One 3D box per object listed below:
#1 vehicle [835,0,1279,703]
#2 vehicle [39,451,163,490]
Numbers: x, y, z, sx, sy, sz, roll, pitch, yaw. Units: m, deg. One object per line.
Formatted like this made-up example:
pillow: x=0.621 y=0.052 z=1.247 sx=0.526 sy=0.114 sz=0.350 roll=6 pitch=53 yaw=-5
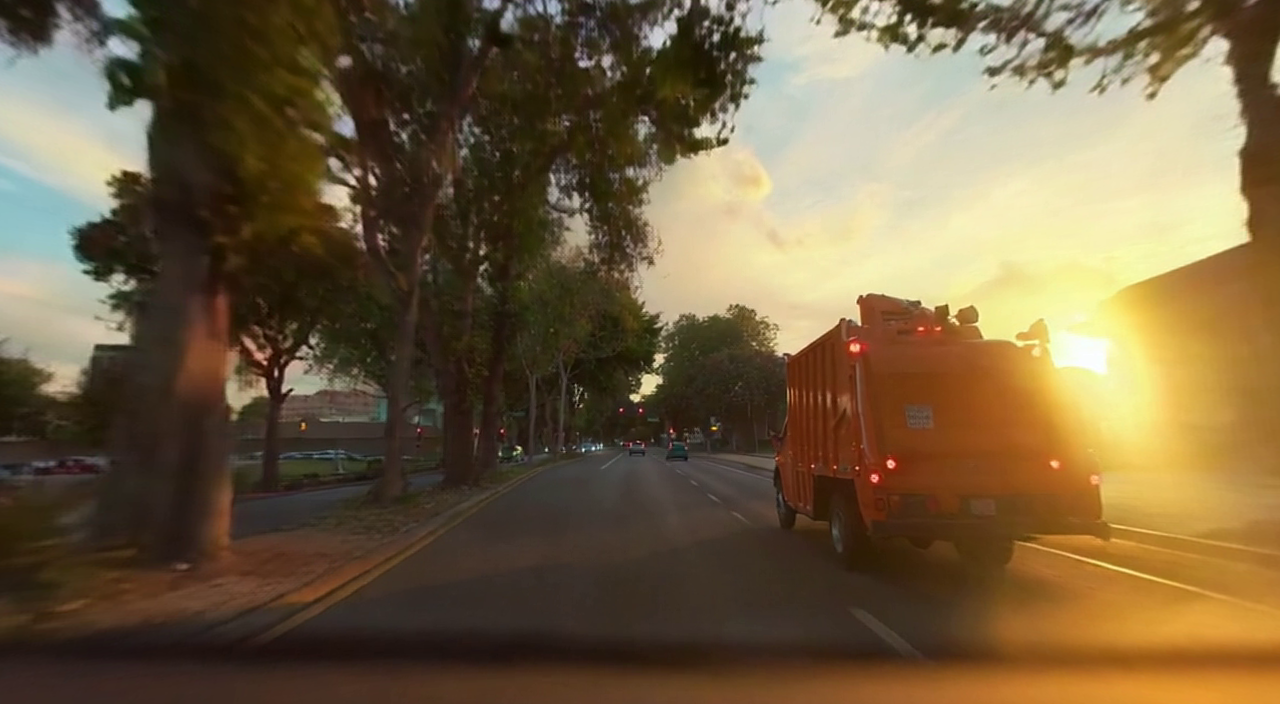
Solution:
vehicle: x=3.849 y=-0.028 z=2.371 sx=2.731 sy=3.407 sz=10.262 roll=0 pitch=-9 yaw=-1
vehicle: x=-28.155 y=6.239 z=33.257 sx=1.978 sy=1.781 sz=4.917 roll=-3 pitch=-11 yaw=3
